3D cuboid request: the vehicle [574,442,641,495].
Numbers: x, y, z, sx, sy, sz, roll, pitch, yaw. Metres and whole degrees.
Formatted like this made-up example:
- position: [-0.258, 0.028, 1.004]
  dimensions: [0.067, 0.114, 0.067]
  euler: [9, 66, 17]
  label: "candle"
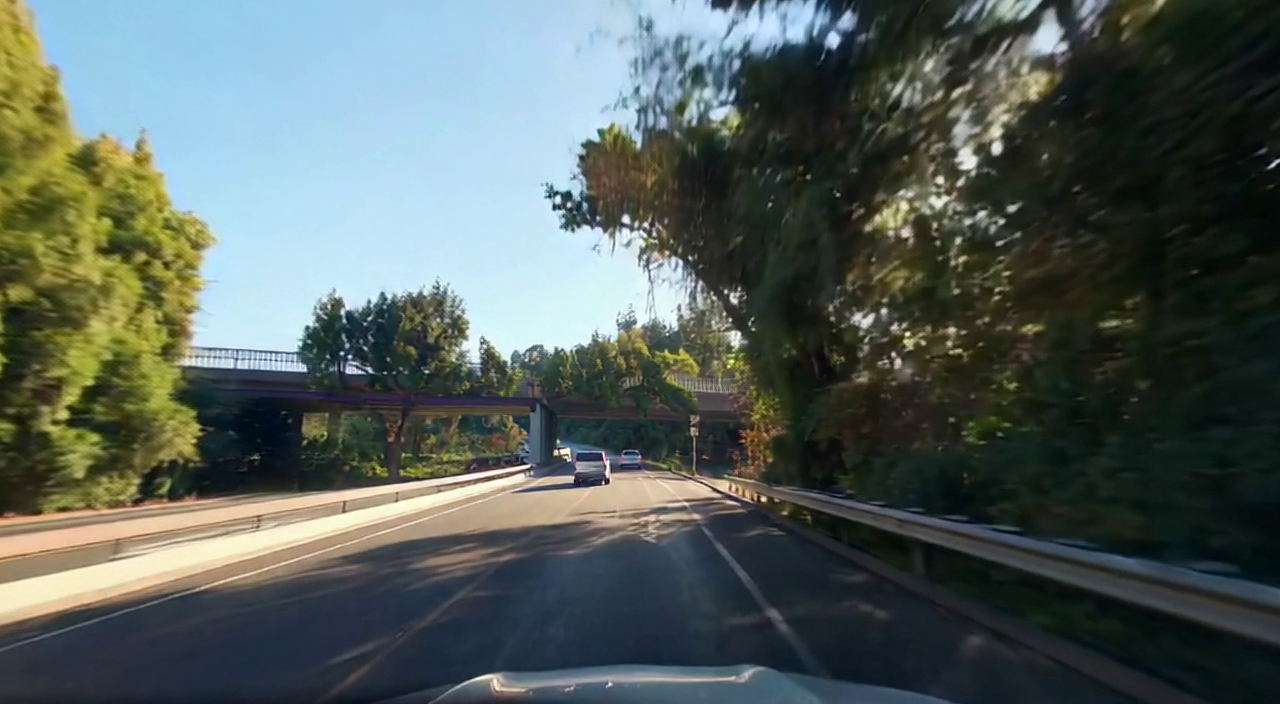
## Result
- position: [-1.092, 3.844, 21.062]
  dimensions: [2.037, 1.601, 3.643]
  euler: [0, -9, -3]
  label: "vehicle"
